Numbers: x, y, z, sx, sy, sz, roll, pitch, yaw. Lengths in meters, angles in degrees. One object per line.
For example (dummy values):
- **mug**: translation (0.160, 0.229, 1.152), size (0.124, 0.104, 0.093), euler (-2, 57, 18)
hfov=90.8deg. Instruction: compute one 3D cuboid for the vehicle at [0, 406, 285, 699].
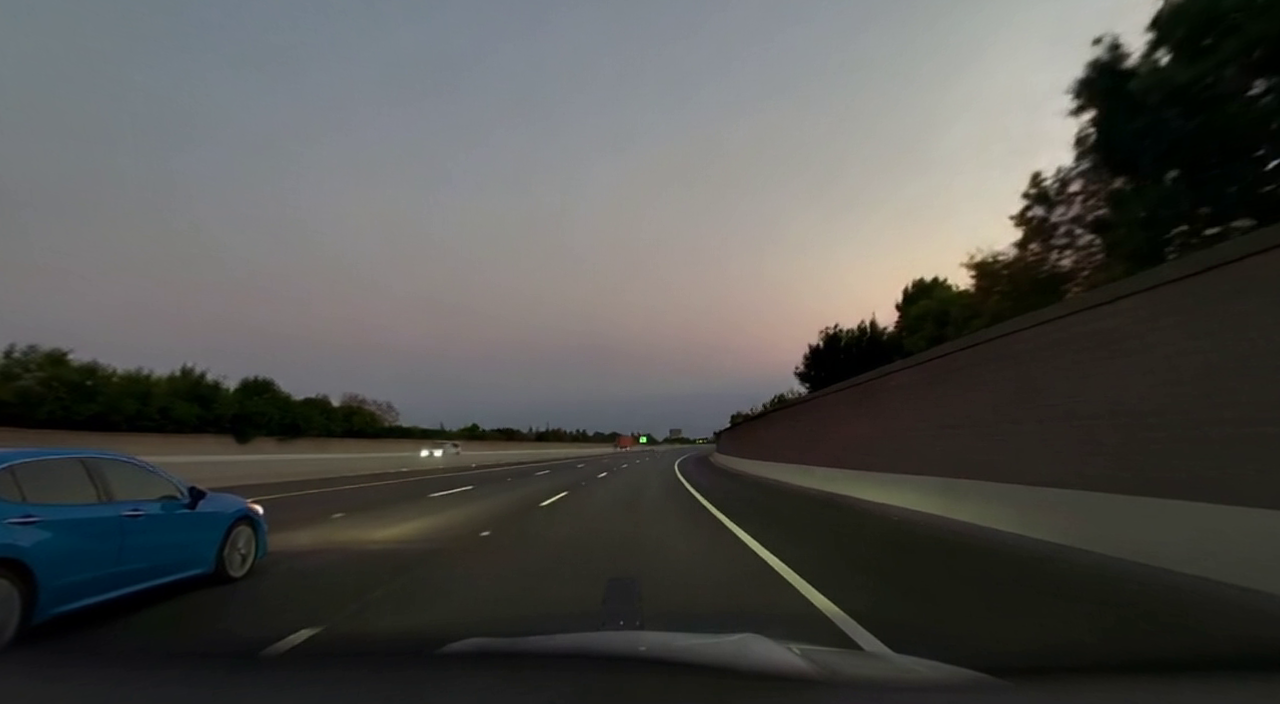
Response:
- **vehicle**: translation (-4.289, 1.141, 3.919), size (1.928, 1.504, 3.745), euler (0, -9, 0)
